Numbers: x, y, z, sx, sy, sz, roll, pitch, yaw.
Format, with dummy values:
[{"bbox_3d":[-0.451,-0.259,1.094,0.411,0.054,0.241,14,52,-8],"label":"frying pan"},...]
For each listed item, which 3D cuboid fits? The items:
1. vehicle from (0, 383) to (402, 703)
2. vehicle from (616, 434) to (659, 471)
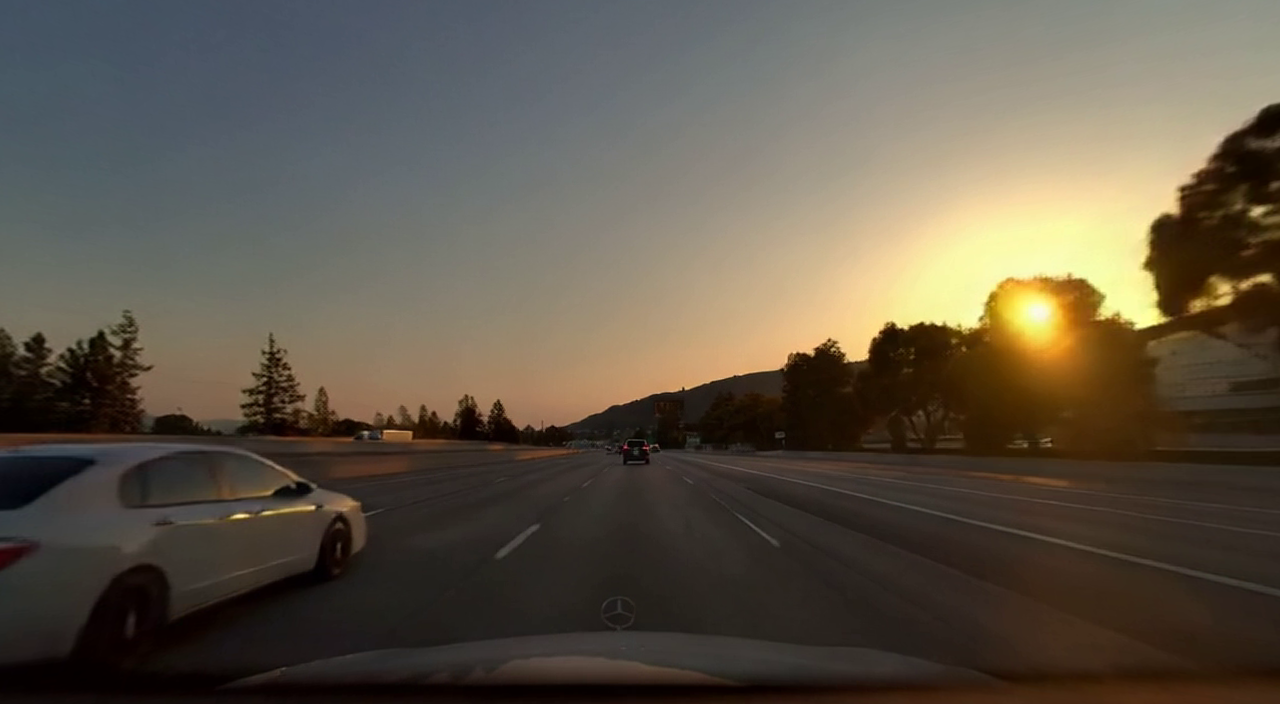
[{"bbox_3d":[-3.440,1.118,3.751,2.140,1.574,4.946,0,-8,0],"label":"vehicle"},{"bbox_3d":[-0.137,5.682,35.943,2.269,1.924,4.596,0,-8,0],"label":"vehicle"}]
